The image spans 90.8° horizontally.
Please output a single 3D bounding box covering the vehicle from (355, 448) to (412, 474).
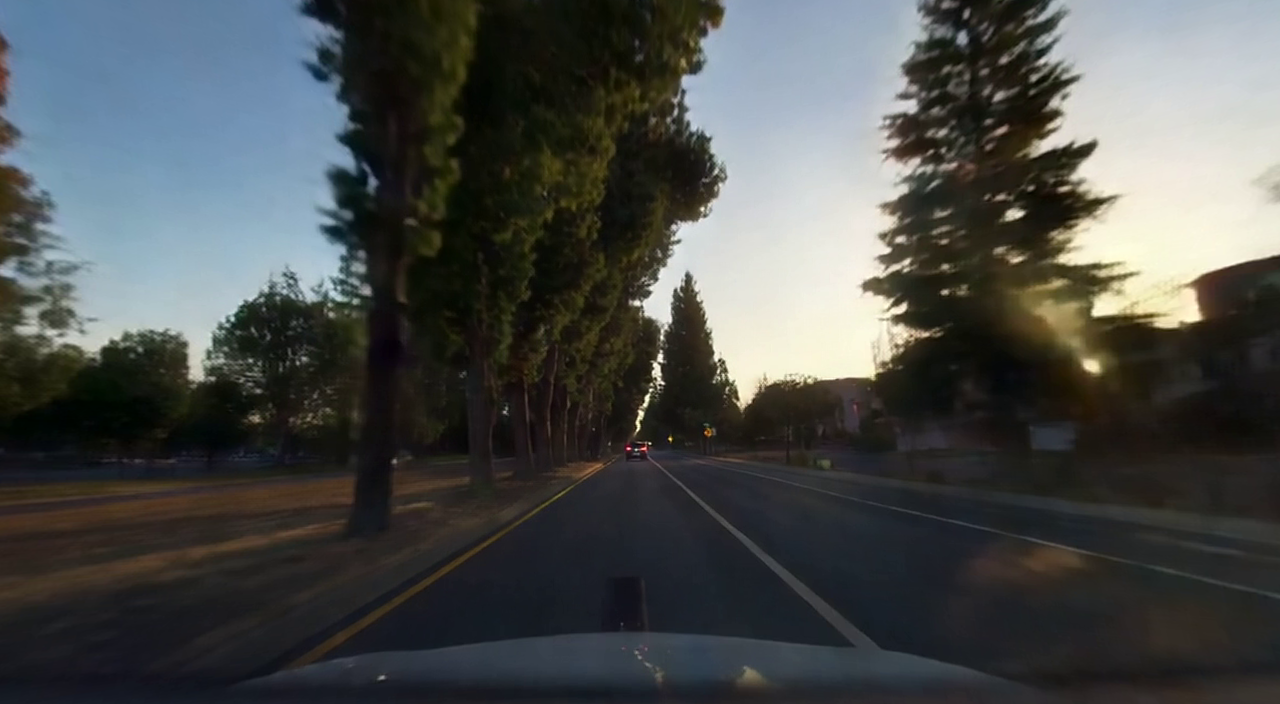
[{"bbox_3d":[-17.962,7.638,44.483,1.986,1.649,4.573,0,-8,1],"label":"vehicle"}]

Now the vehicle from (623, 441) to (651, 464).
[{"bbox_3d":[-0.238,7.513,47.261,2.016,1.665,3.932,0,-8,-1],"label":"vehicle"}]
